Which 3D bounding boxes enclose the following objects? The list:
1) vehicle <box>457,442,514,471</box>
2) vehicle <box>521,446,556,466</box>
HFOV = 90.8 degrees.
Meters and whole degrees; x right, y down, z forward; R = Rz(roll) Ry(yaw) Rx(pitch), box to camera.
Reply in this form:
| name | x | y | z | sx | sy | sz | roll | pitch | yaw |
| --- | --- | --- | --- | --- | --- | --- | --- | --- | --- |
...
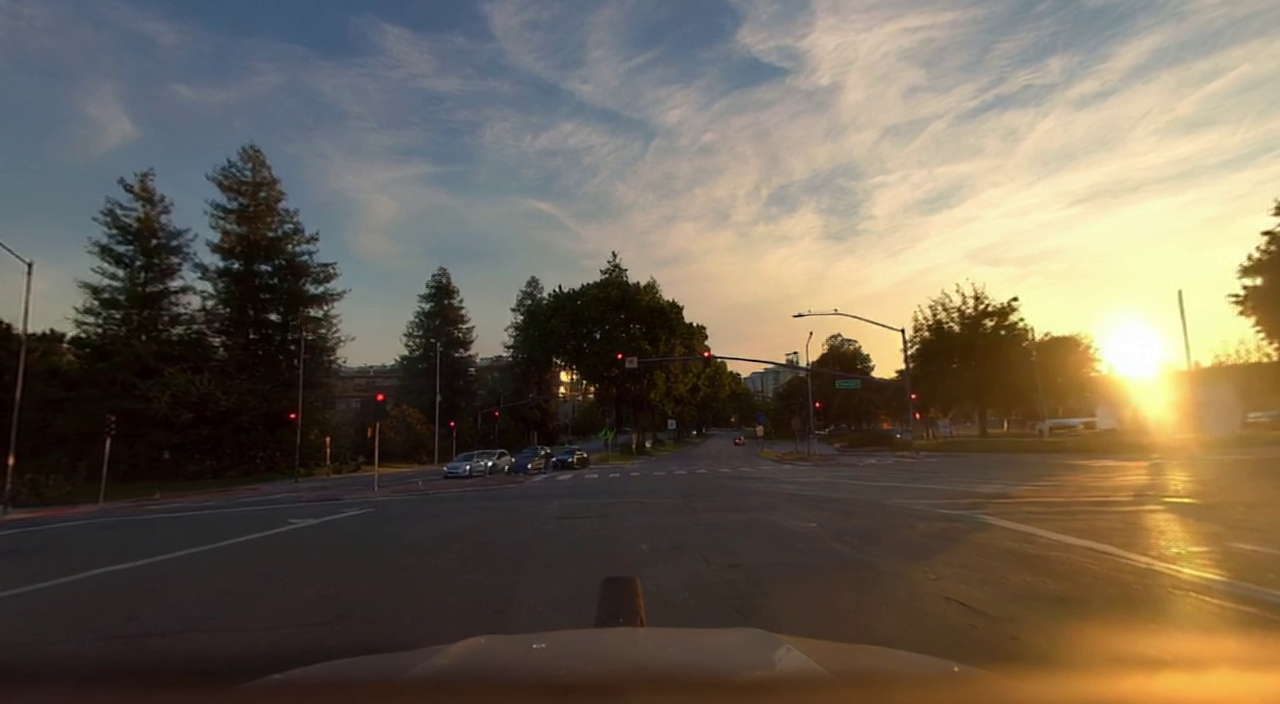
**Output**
| name | x | y | z | sx | sy | sz | roll | pitch | yaw |
| --- | --- | --- | --- | --- | --- | --- | --- | --- | --- |
| vehicle | -11.481 | 7.794 | 47.505 | 2.557 | 2.015 | 5.959 | 0 | -8 | 2 |
| vehicle | -7.896 | 8.150 | 49.606 | 2.049 | 1.439 | 4.103 | 0 | -8 | 0 |
